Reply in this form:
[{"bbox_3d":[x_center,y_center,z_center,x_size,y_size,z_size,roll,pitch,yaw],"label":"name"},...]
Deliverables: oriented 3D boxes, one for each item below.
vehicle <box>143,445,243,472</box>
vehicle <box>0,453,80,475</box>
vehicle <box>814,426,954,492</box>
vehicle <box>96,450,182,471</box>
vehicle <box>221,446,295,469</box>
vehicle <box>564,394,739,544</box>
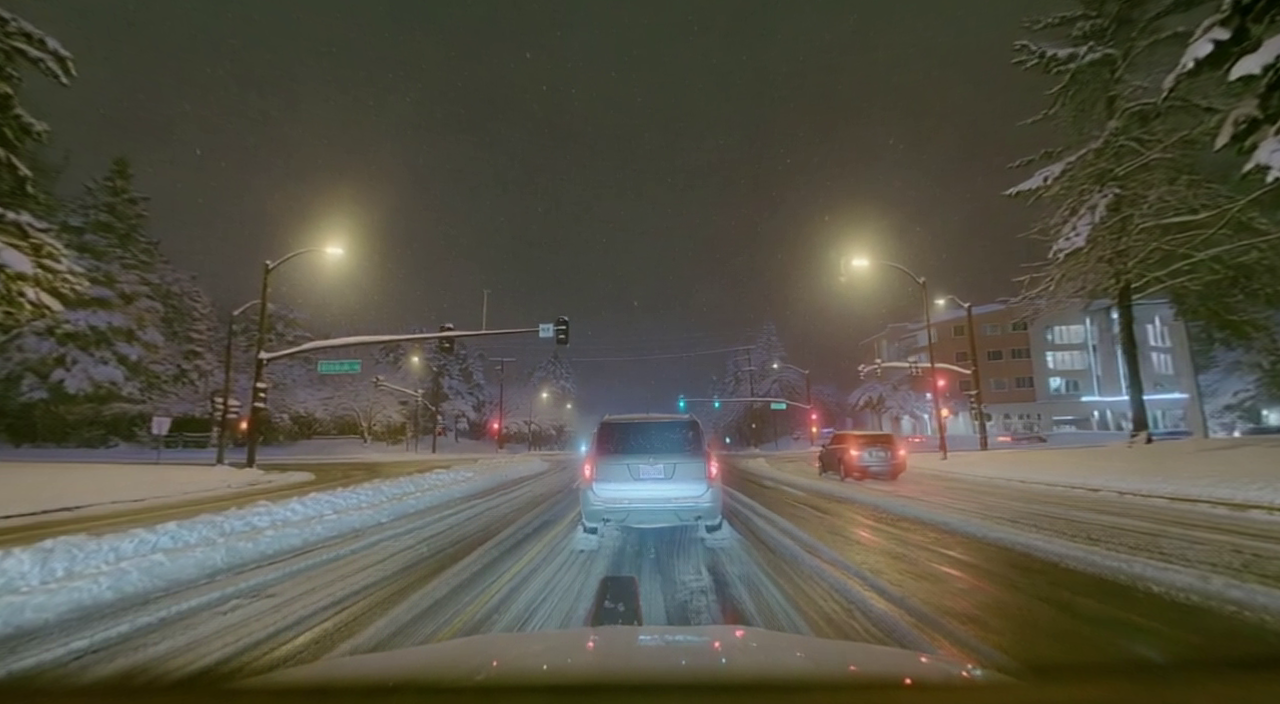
[{"bbox_3d":[-30.264,7.214,42.935,5.244,1.715,1.950,0,-9,1],"label":"vehicle"},{"bbox_3d":[-40.568,7.565,42.814,3.386,1.456,2.024,0,-9,1],"label":"vehicle"},{"bbox_3d":[7.078,3.172,19.018,2.447,1.707,4.396,0,-9,0],"label":"vehicle"},{"bbox_3d":[-36.520,7.898,46.162,4.647,1.484,1.893,0,-9,0],"label":"vehicle"},{"bbox_3d":[-27.653,7.636,45.910,4.100,1.567,1.868,0,-9,1],"label":"vehicle"},{"bbox_3d":[0.238,1.873,10.637,2.267,1.926,4.708,-1,-9,2],"label":"vehicle"}]
